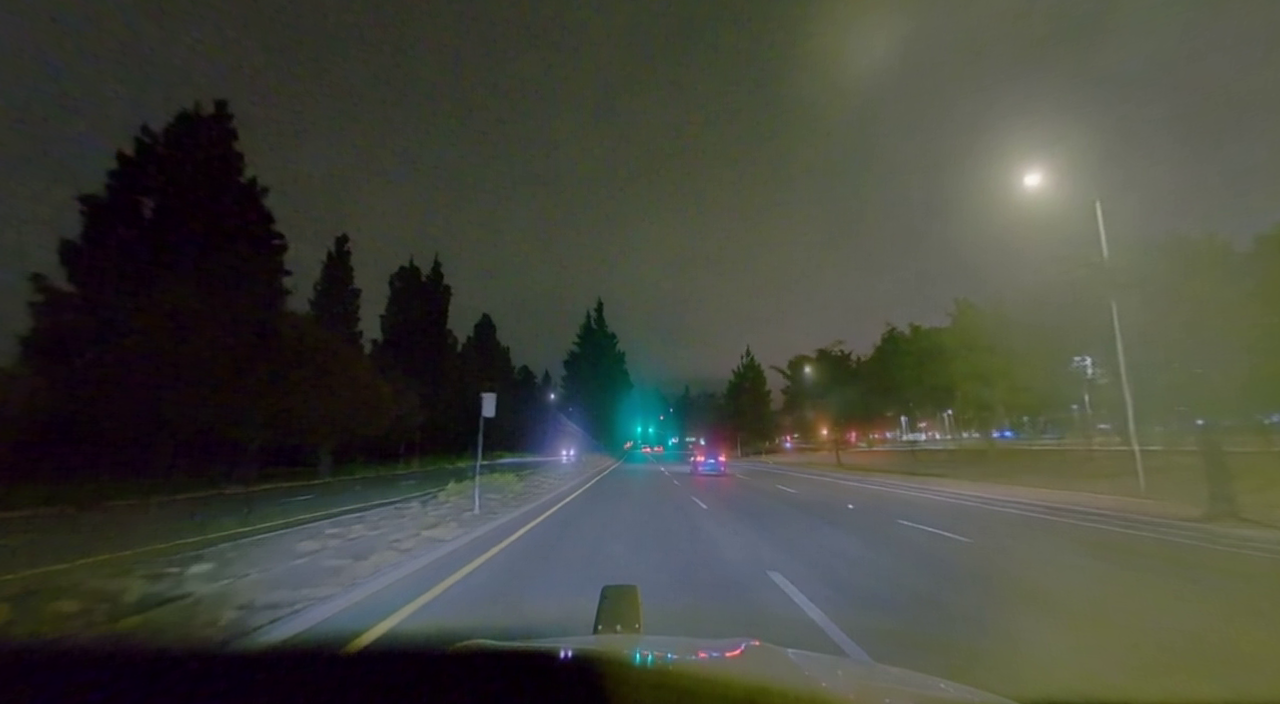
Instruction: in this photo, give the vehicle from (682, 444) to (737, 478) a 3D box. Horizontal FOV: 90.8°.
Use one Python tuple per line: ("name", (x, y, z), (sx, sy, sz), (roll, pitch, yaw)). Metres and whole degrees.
("vehicle", (3.191, 5.100, 29.774), (2.056, 1.483, 4.091), (0, -8, -2))
